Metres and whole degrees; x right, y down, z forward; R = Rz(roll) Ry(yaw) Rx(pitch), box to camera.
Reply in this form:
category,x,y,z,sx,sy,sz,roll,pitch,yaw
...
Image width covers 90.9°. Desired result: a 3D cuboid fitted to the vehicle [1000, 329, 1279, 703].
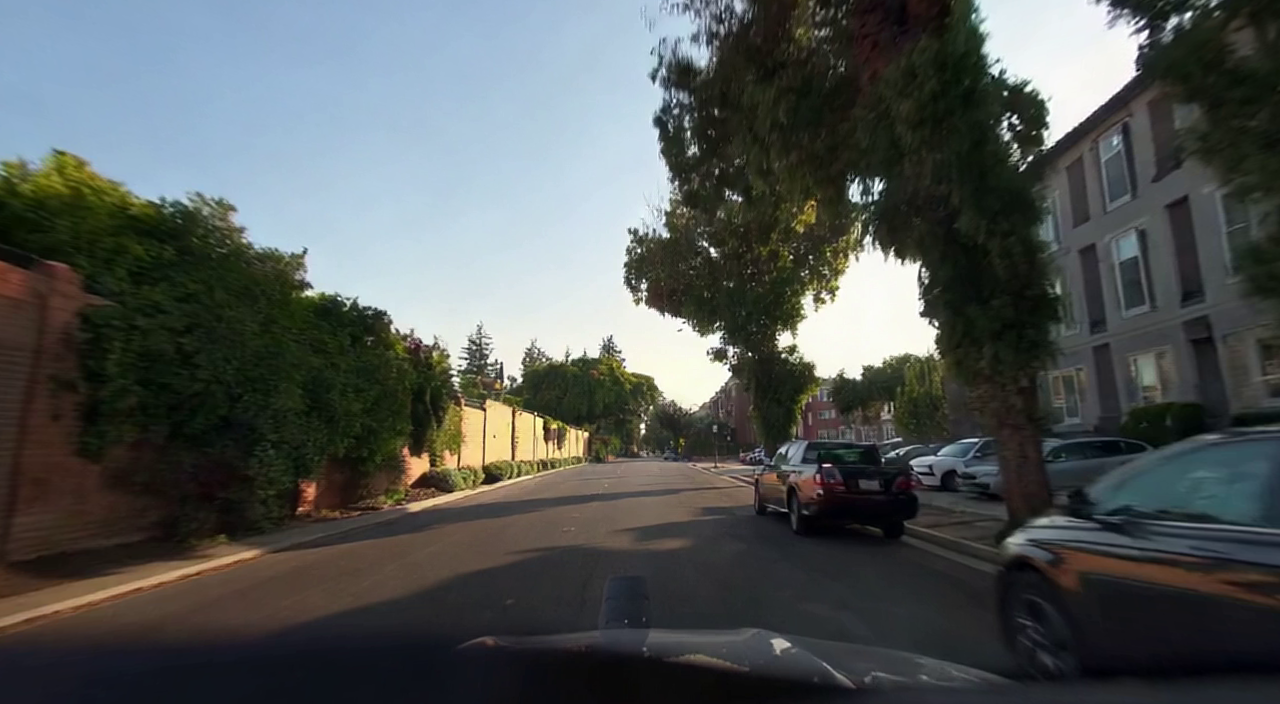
category,x,y,z,sx,sy,sz,roll,pitch,yaw
vehicle,3.546,0.616,1.205,2.147,1.780,6.071,0,-9,0

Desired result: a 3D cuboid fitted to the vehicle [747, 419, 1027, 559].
category,x,y,z,sx,sy,sz,roll,pitch,yaw
vehicle,3.497,2.129,10.880,2.161,1.622,6.732,1,-9,0
